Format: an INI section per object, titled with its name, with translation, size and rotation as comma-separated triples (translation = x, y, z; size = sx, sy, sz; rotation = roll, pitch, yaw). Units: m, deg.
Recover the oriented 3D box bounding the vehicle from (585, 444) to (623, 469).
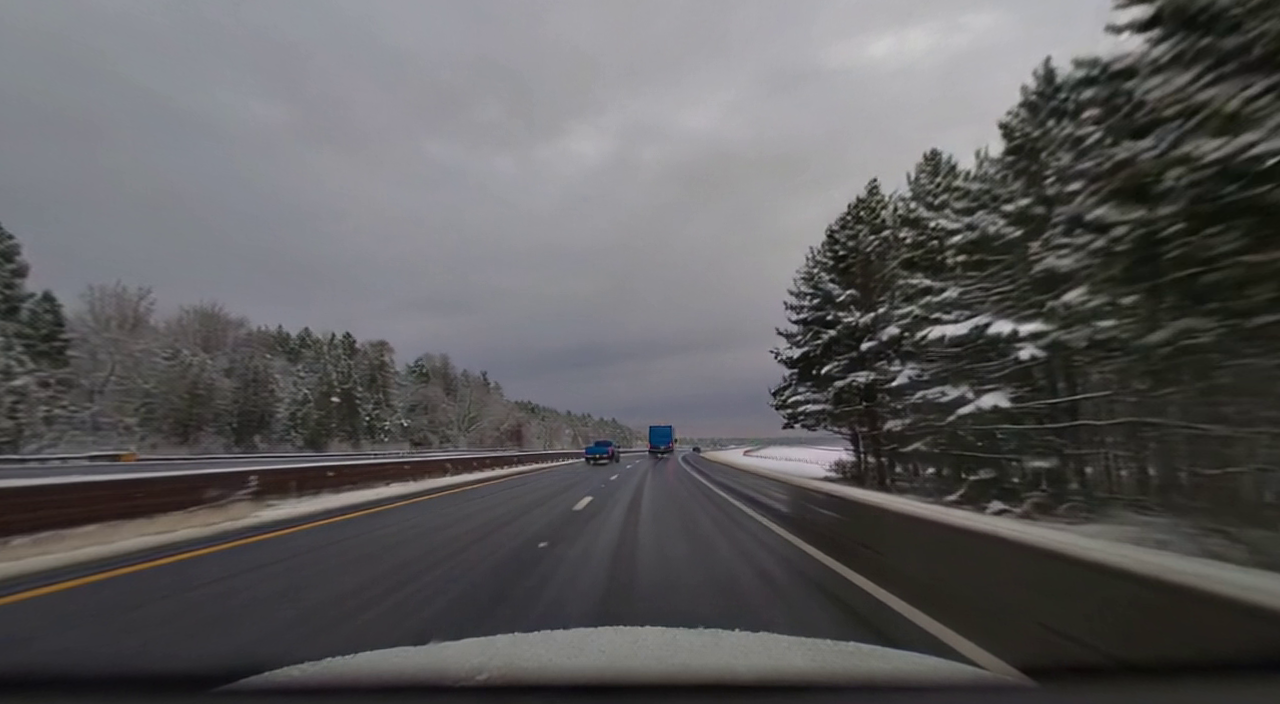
[vehicle]
translation = -2.315, 6.842, 41.377
size = 2.199, 1.555, 4.451
rotation = 0, -9, 1
